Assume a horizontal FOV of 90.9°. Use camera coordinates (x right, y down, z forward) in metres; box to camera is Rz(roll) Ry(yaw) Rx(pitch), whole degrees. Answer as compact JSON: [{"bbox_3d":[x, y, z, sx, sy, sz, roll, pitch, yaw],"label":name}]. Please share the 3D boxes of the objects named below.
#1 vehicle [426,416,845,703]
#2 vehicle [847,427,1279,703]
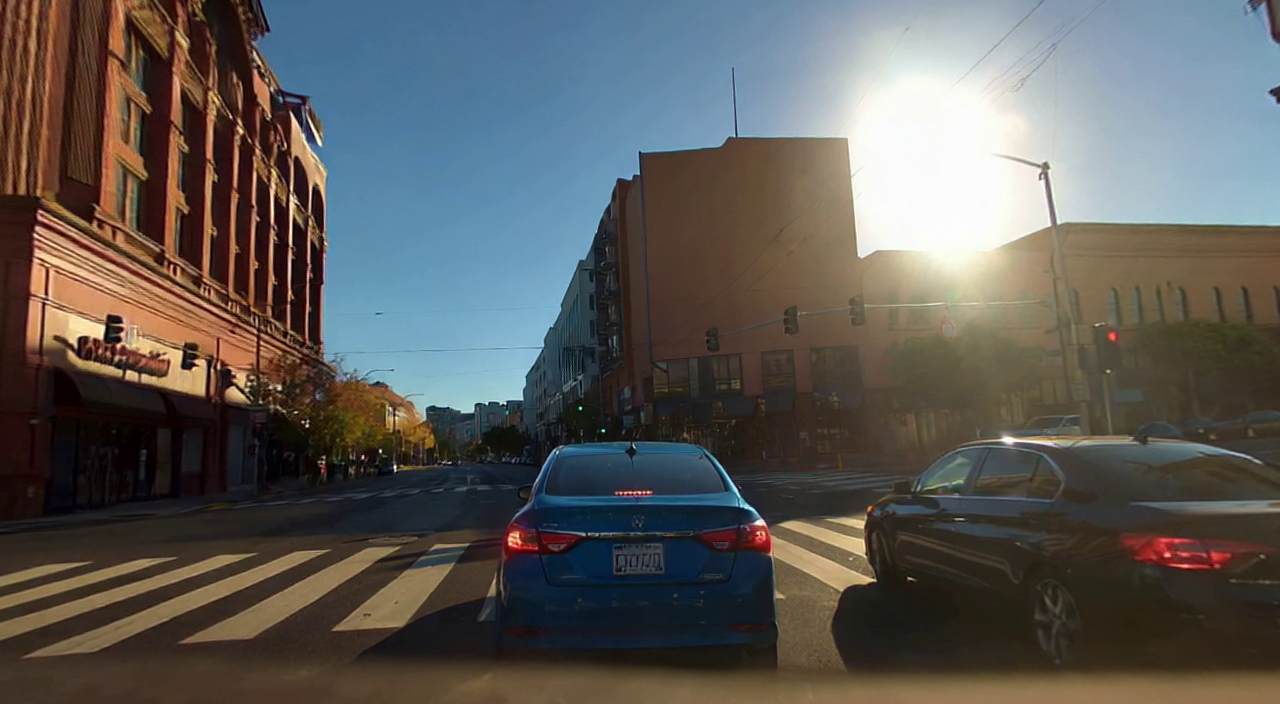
[{"bbox_3d":[-0.064,1.373,5.266,2.094,1.481,4.078,0,-8,-1],"label":"vehicle"},{"bbox_3d":[3.353,1.387,5.116,1.860,1.430,4.089,0,-8,-1],"label":"vehicle"}]
